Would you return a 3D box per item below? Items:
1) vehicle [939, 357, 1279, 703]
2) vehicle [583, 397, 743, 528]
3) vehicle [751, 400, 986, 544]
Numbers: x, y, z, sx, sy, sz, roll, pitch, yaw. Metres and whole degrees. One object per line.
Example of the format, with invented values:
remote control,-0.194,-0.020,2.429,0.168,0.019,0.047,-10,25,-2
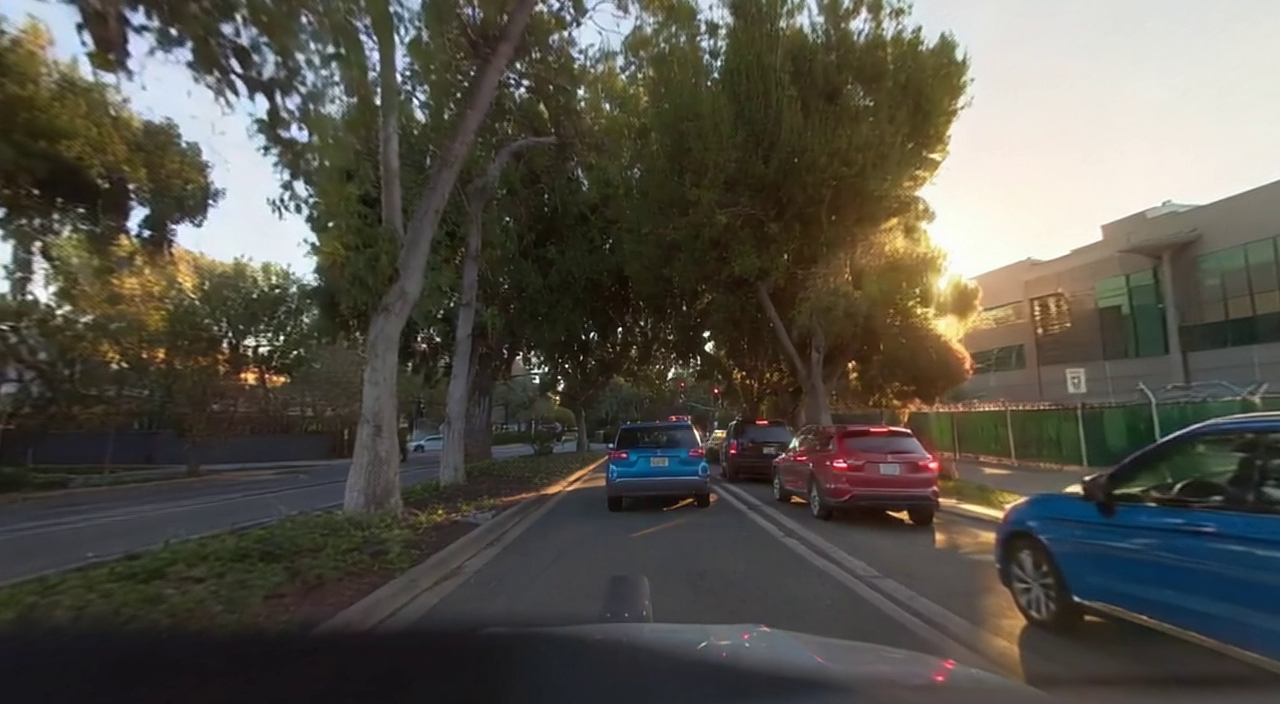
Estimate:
vehicle,3.554,0.911,2.712,2.138,1.699,4.852,0,-8,0
vehicle,0.362,1.967,11.600,2.386,1.947,4.168,0,-9,1
vehicle,3.598,2.034,11.331,2.238,1.958,5.250,0,-9,0
